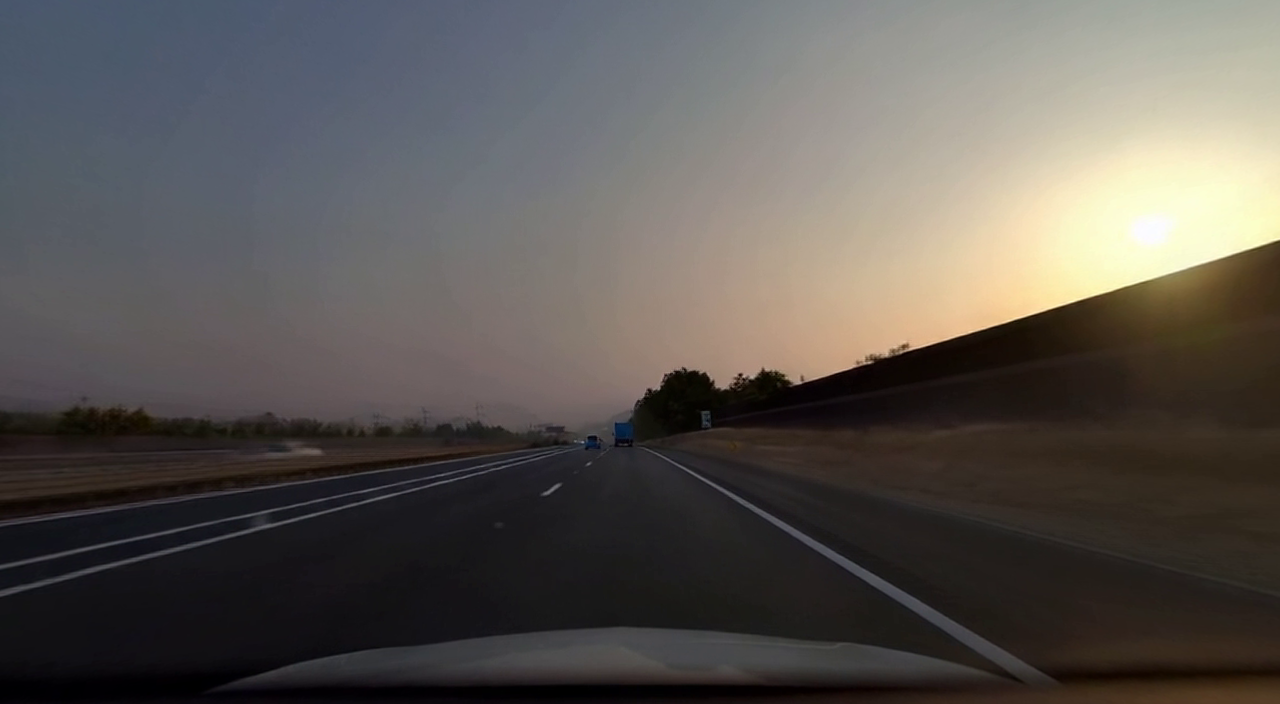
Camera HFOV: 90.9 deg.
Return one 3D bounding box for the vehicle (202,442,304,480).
[{"bbox_3d":[-16.681,4.686,27.410,2.078,1.506,3.740,0,-8,-1],"label":"vehicle"}]
